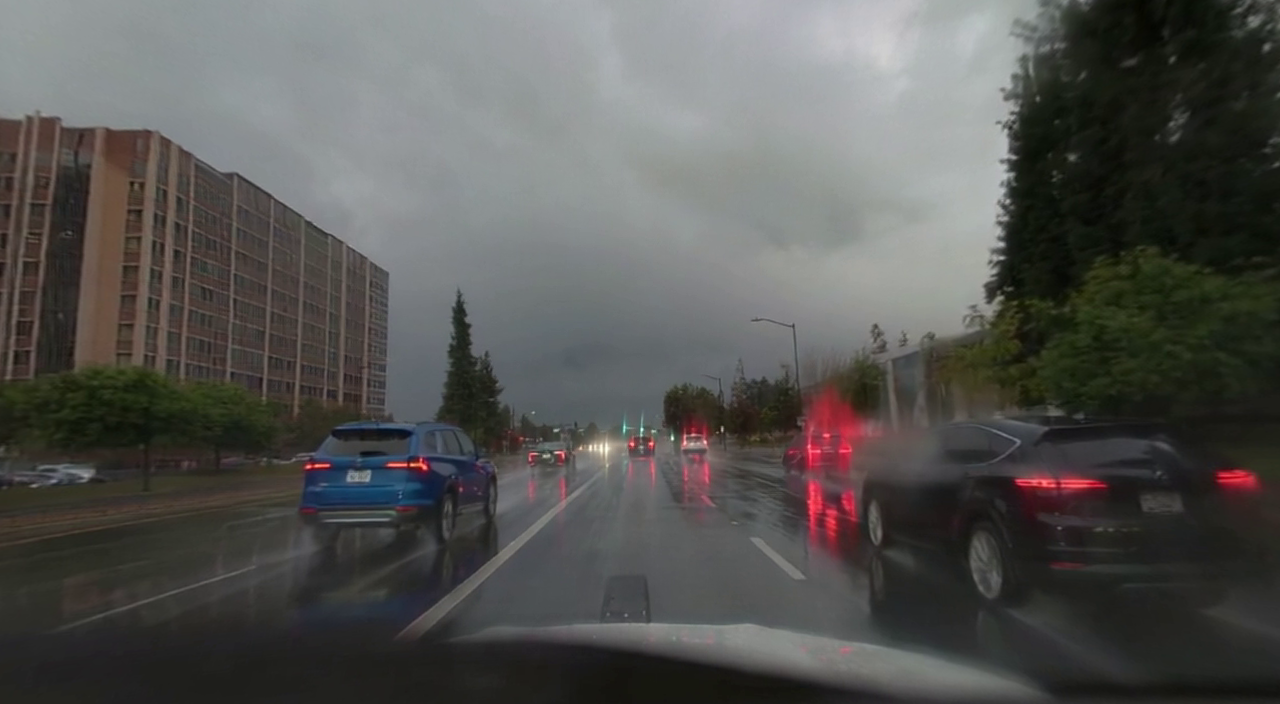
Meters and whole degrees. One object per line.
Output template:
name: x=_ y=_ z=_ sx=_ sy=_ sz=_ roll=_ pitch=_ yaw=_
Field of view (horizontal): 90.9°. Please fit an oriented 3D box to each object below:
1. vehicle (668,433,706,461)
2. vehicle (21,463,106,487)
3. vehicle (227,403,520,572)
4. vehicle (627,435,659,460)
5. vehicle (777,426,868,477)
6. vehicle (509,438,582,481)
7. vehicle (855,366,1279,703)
vehicle: x=3.190 y=6.596 z=43.582 sx=2.178 sy=1.804 sz=4.766 roll=0 pitch=-9 yaw=-1
vehicle: x=-45.423 y=9.669 z=49.802 sx=1.983 sy=1.679 sz=4.833 roll=-1 pitch=-9 yaw=4
vehicle: x=-3.177 y=1.733 z=8.768 sx=2.141 sy=1.719 sz=4.379 roll=0 pitch=-9 yaw=0
vehicle: x=0.187 y=7.278 z=47.956 sx=2.304 sy=1.795 sz=4.526 roll=0 pitch=-9 yaw=-1
vehicle: x=6.922 y=3.843 z=24.475 sx=2.076 sy=1.793 sz=4.464 roll=0 pitch=-9 yaw=-1
vehicle: x=-3.427 y=3.991 z=23.648 sx=2.036 sy=1.465 sz=4.301 roll=0 pitch=-9 yaw=1
vehicle: x=3.612 y=1.235 z=5.408 sx=2.088 sy=1.666 sz=4.512 roll=-1 pitch=-9 yaw=3
